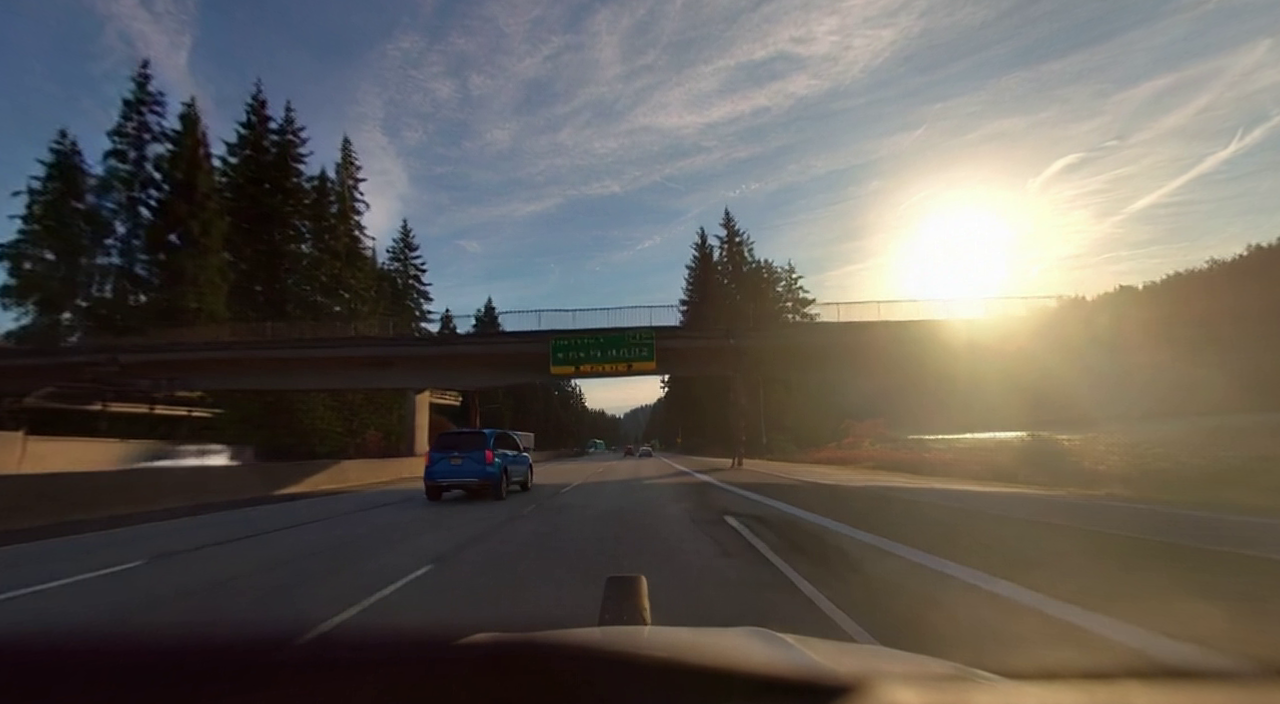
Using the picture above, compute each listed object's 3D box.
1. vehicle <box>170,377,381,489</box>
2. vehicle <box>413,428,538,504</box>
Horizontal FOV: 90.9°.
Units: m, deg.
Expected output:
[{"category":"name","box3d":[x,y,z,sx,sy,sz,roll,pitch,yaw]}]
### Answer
[{"category":"vehicle","box3d":[-13.906,3.318,25.408,2.890,3.689,9.038,-1,-8,1]},{"category":"vehicle","box3d":[-4.212,2.999,17.038,2.084,1.752,4.479,-1,-8,1]}]
